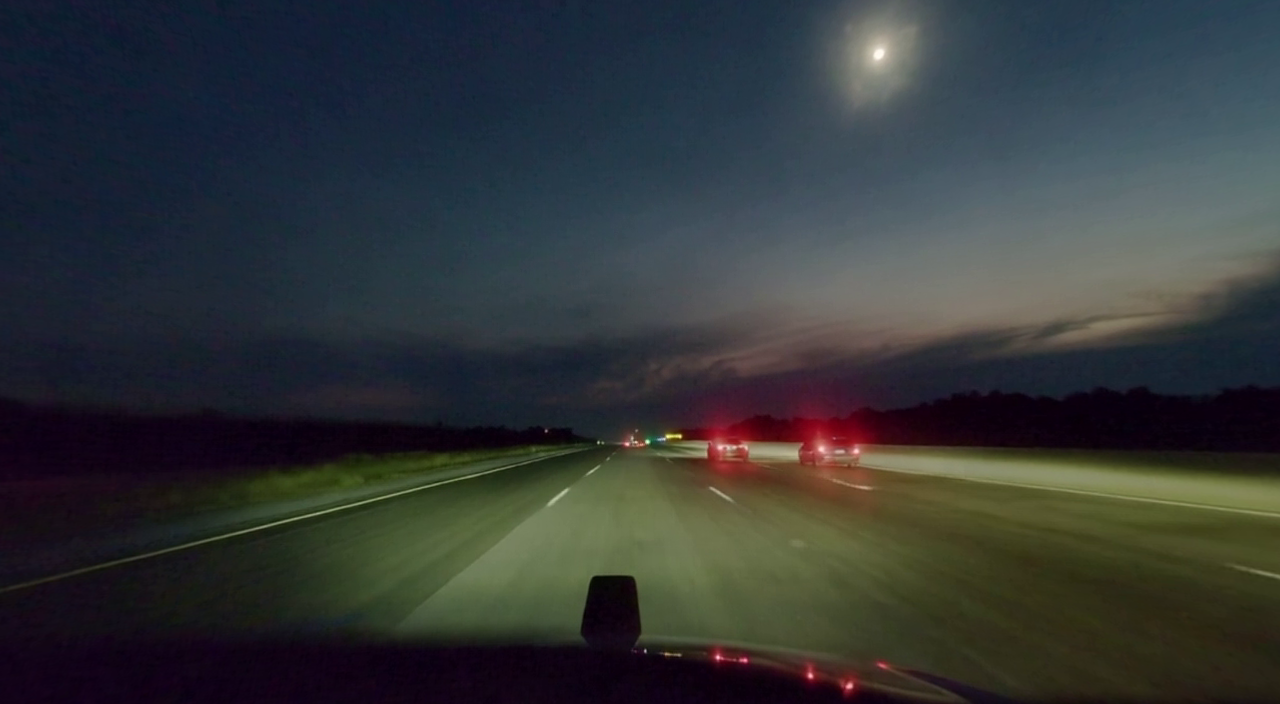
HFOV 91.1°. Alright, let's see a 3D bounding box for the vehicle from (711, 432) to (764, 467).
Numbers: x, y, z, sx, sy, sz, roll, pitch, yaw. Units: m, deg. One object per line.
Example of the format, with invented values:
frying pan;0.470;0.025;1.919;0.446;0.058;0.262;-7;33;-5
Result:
vehicle;4.543;4.572;29.717;1.802;1.492;3.804;0;-8;-1
